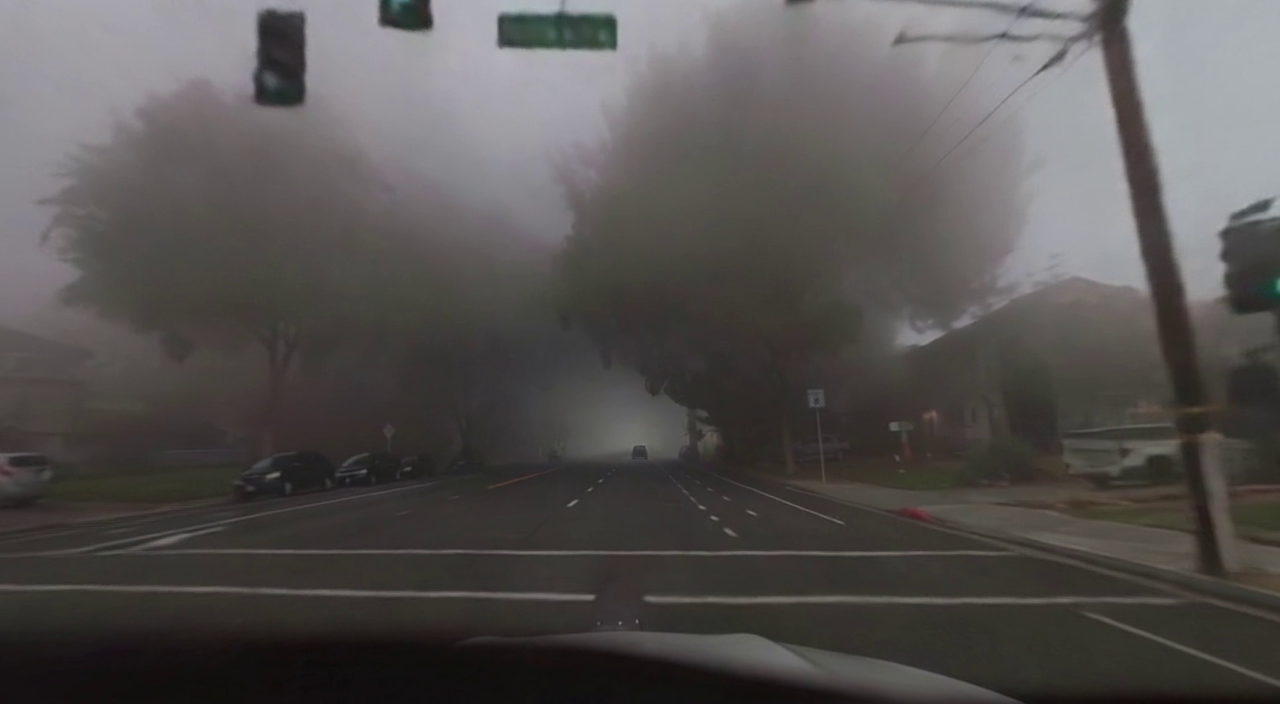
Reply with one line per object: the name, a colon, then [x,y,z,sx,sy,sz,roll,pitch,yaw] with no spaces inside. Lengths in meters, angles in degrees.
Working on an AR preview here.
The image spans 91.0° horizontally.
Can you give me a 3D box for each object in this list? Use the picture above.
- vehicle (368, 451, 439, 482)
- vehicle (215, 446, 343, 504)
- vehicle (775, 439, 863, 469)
vehicle: [-12.156,5.948,32.734,1.888,1.477,4.629,-1,-10,0]
vehicle: [-12.111,4.149,21.511,1.932,1.673,4.314,-3,-10,-2]
vehicle: [11.267,6.455,39.829,4.880,1.842,2.069,0,-9,-1]
